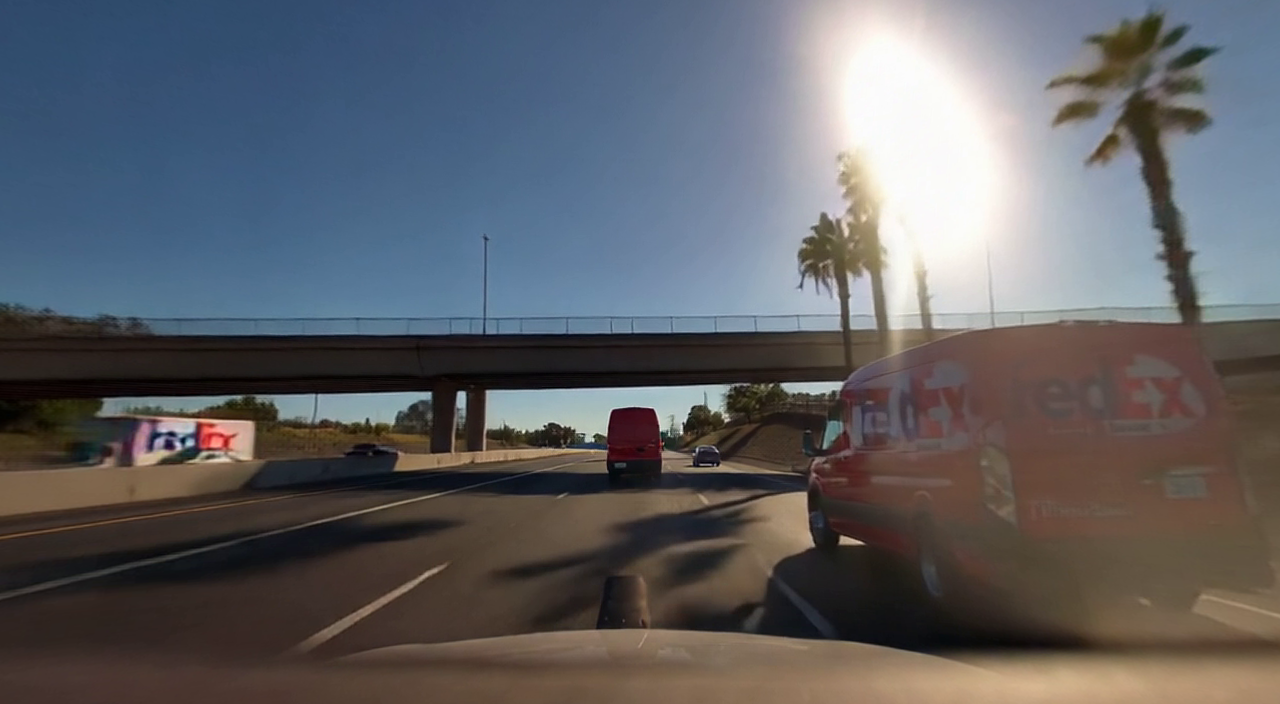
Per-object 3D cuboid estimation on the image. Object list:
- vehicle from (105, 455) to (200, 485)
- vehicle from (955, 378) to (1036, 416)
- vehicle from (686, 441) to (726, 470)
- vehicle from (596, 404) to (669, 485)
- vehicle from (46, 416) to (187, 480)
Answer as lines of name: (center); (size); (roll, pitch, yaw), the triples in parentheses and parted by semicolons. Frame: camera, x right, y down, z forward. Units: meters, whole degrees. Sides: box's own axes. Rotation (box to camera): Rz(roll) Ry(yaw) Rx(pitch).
vehicle: (-28.086, 6.808, 36.385); (1.806, 1.532, 4.456); (0, -9, 1)
vehicle: (24.826, 3.247, 44.126); (2.445, 2.240, 5.659); (-2, -8, 2)
vehicle: (3.963, 6.233, 38.135); (1.987, 1.648, 3.984); (0, -9, 0)
vehicle: (-0.148, 3.631, 24.690); (2.476, 2.776, 5.598); (-1, -9, 3)
vehicle: (-36.012, 6.692, 43.710); (2.962, 3.998, 7.500); (0, -9, 2)
